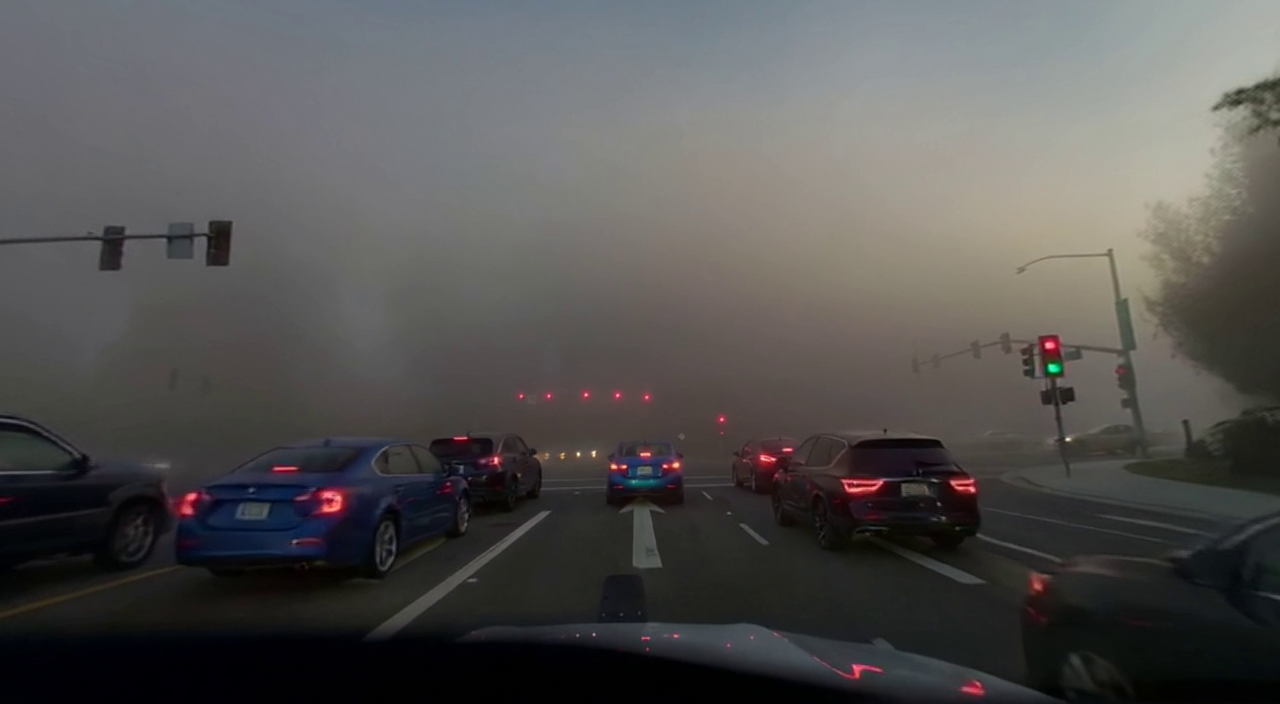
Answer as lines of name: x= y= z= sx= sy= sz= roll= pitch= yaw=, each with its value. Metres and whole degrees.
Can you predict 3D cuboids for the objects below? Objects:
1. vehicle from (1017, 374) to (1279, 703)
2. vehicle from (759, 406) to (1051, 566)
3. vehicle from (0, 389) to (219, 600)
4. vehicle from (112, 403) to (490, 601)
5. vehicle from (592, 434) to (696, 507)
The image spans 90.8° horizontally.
vehicle: x=2.781 y=0.636 z=0.646 sx=2.002 sy=1.474 sz=4.528 roll=0 pitch=-9 yaw=0
vehicle: x=3.247 y=1.761 z=8.972 sx=2.178 sy=1.691 sz=4.314 roll=0 pitch=-9 yaw=-1
vehicle: x=-6.618 y=1.303 z=5.912 sx=2.116 sy=1.812 sz=4.609 roll=0 pitch=-9 yaw=0
vehicle: x=-3.389 y=1.603 z=7.613 sx=2.034 sy=1.655 sz=4.465 roll=0 pitch=-9 yaw=0
vehicle: x=0.033 y=2.740 z=15.040 sx=2.114 sy=1.482 sz=4.056 roll=0 pitch=-9 yaw=-1
